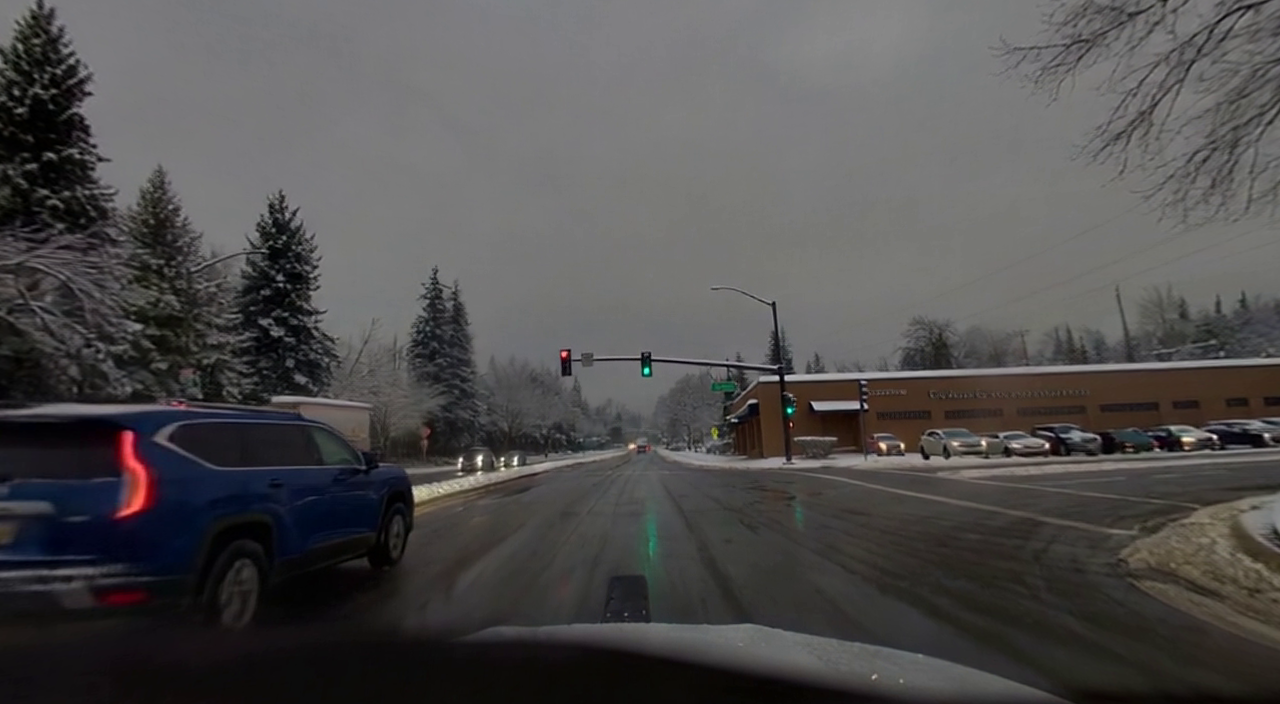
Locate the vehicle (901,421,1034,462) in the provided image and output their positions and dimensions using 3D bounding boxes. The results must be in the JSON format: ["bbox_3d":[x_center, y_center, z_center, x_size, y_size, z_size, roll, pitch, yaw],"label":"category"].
[{"bbox_3d":[13.954,3.839,27.060,4.566,1.670,2.000,0,-9,-3],"label":"vehicle"}]

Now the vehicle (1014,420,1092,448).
[{"bbox_3d":[26.302,5.281,40.307,2.011,1.656,4.163,0,-9,-2],"label":"vehicle"}]

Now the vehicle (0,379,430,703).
[{"bbox_3d":[-3.454,1.282,5.227,1.934,1.649,4.490,0,-8,-1],"label":"vehicle"}]

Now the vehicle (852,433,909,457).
[{"bbox_3d":[17.352,6.743,45.546,3.329,1.415,1.821,-5,-9,3],"label":"vehicle"}]

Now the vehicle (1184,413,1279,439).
[{"bbox_3d":[38.402,4.884,41.022,1.715,1.480,4.701,-1,-9,-1],"label":"vehicle"}]

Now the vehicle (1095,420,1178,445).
[{"bbox_3d":[31.312,5.118,39.916,1.823,1.480,4.003,0,-9,-4],"label":"vehicle"}]

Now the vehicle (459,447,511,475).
[{"bbox_3d":[-9.286,6.528,38.013,2.026,1.616,4.199,0,-9,0],"label":"vehicle"}]
